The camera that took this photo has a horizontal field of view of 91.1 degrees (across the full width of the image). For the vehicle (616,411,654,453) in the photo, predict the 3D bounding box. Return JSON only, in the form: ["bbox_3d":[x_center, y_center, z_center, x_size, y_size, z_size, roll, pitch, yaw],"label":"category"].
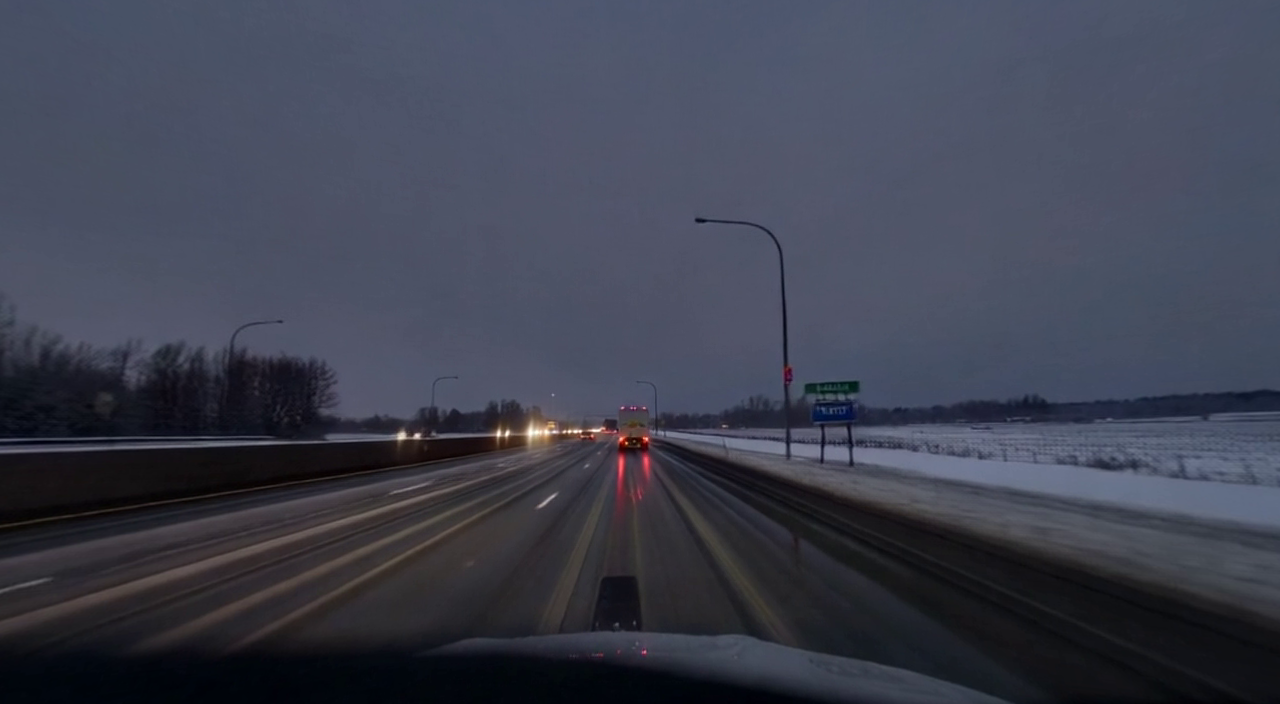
[{"bbox_3d":[-0.445,5.577,43.703,2.418,2.704,6.445,0,-8,-3],"label":"vehicle"}]
